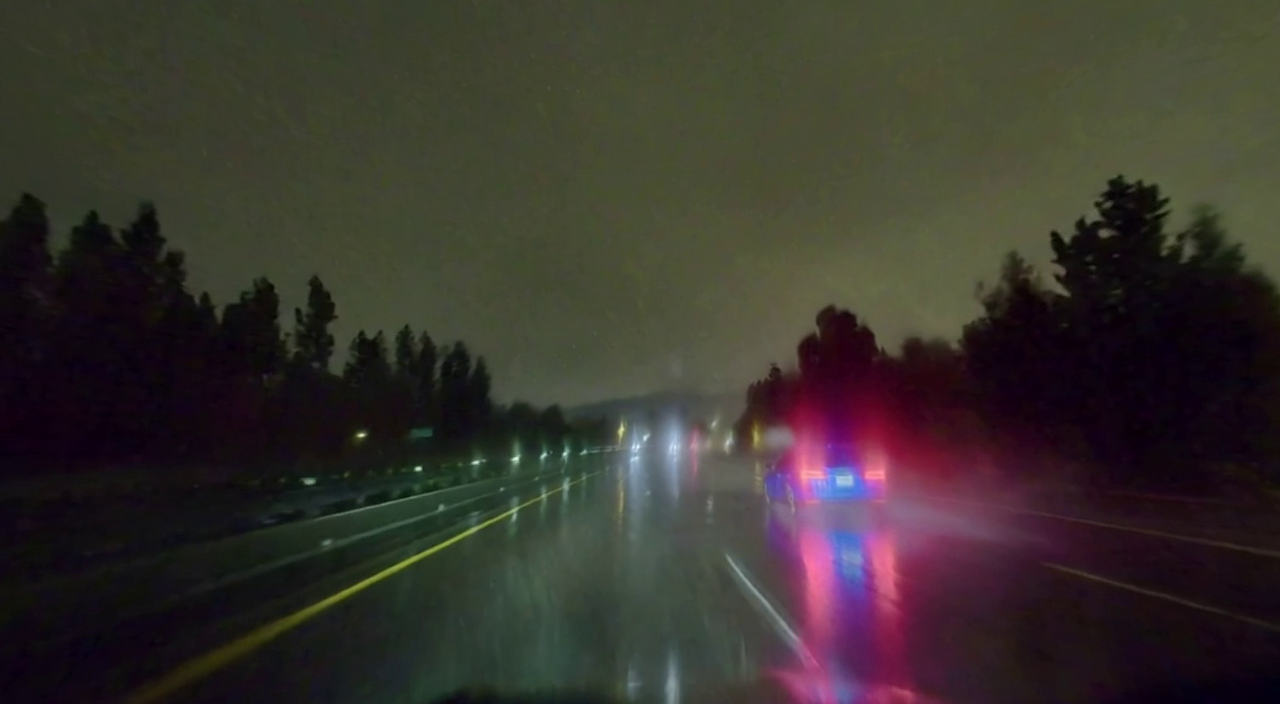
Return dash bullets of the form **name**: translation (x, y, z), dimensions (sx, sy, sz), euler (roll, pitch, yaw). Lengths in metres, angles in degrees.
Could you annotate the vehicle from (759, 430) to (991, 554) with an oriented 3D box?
- **vehicle**: translation (3.409, 2.105, 10.250), dimensions (2.050, 1.546, 4.344), euler (0, -8, 0)
